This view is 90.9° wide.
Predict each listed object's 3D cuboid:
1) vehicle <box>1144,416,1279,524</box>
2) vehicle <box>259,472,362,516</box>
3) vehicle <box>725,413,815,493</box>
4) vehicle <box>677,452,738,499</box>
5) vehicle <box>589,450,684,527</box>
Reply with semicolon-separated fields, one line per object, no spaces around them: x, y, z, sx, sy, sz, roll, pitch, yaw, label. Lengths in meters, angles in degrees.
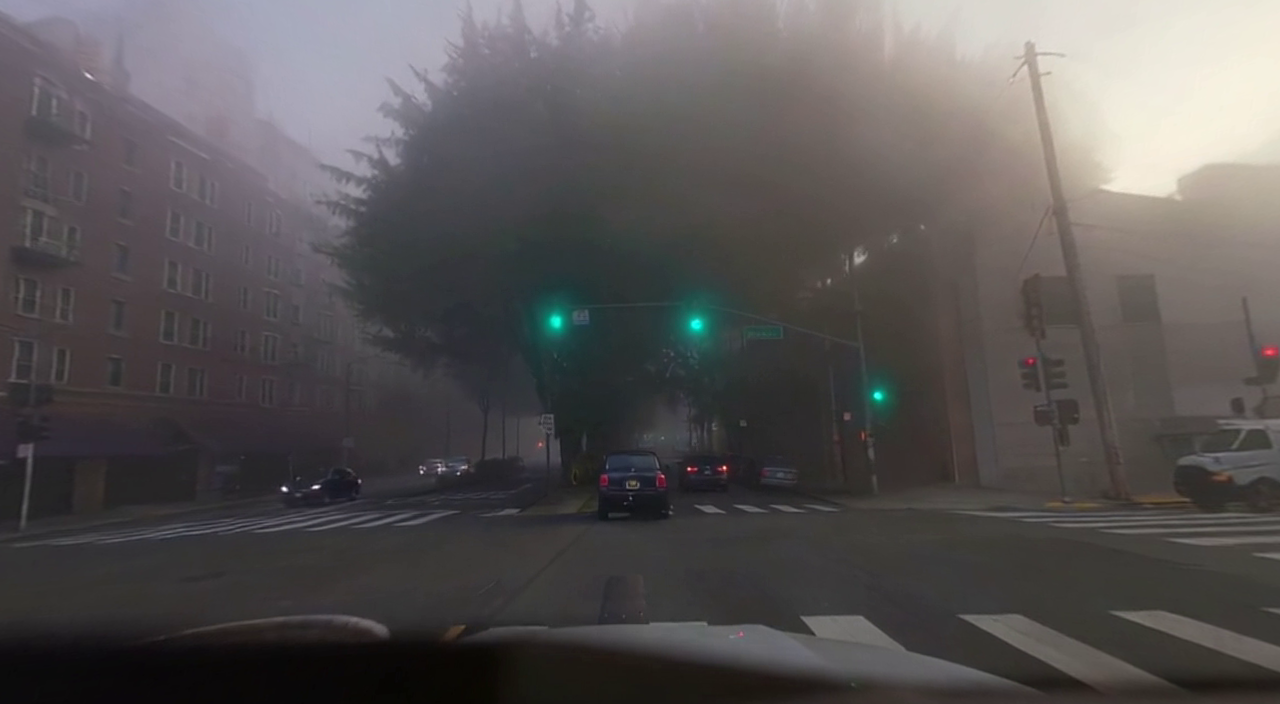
13.839;2.343;12.757;5.156;2.005;2.122;-1;-9;6;vehicle
-14.248;6.138;27.653;2.043;1.526;4.617;0;-9;-1;vehicle
6.087;4.870;30.732;2.803;3.401;6.688;0;-9;-1;vehicle
2.726;5.127;26.553;1.939;1.746;4.091;0;-9;-2;vehicle
-0.079;3.512;16.864;2.209;1.748;4.130;0;-9;0;vehicle
